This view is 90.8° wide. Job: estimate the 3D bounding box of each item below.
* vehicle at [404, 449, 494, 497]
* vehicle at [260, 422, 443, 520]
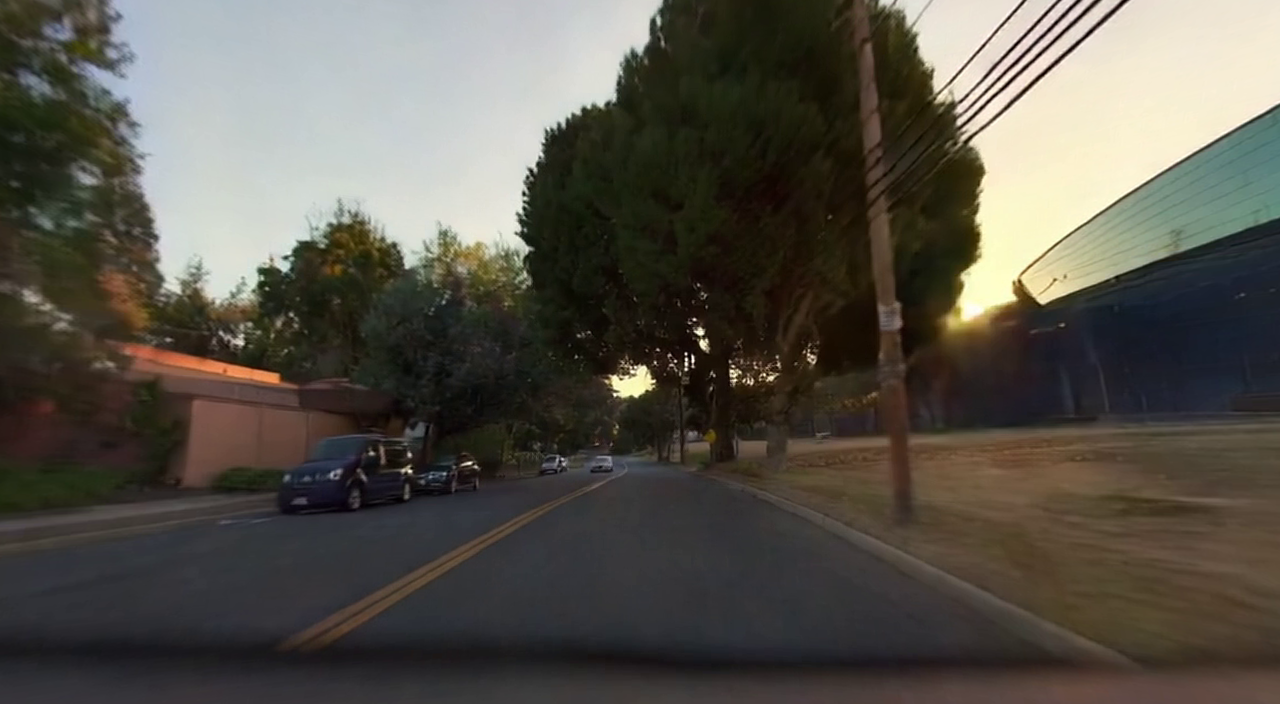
[{"bbox_3d":[-7.217,4.681,24.376,1.940,1.514,4.544,-4,-11,2],"label":"vehicle"},{"bbox_3d":[-7.376,3.081,16.881,2.295,1.989,5.055,-6,-9,3],"label":"vehicle"}]
